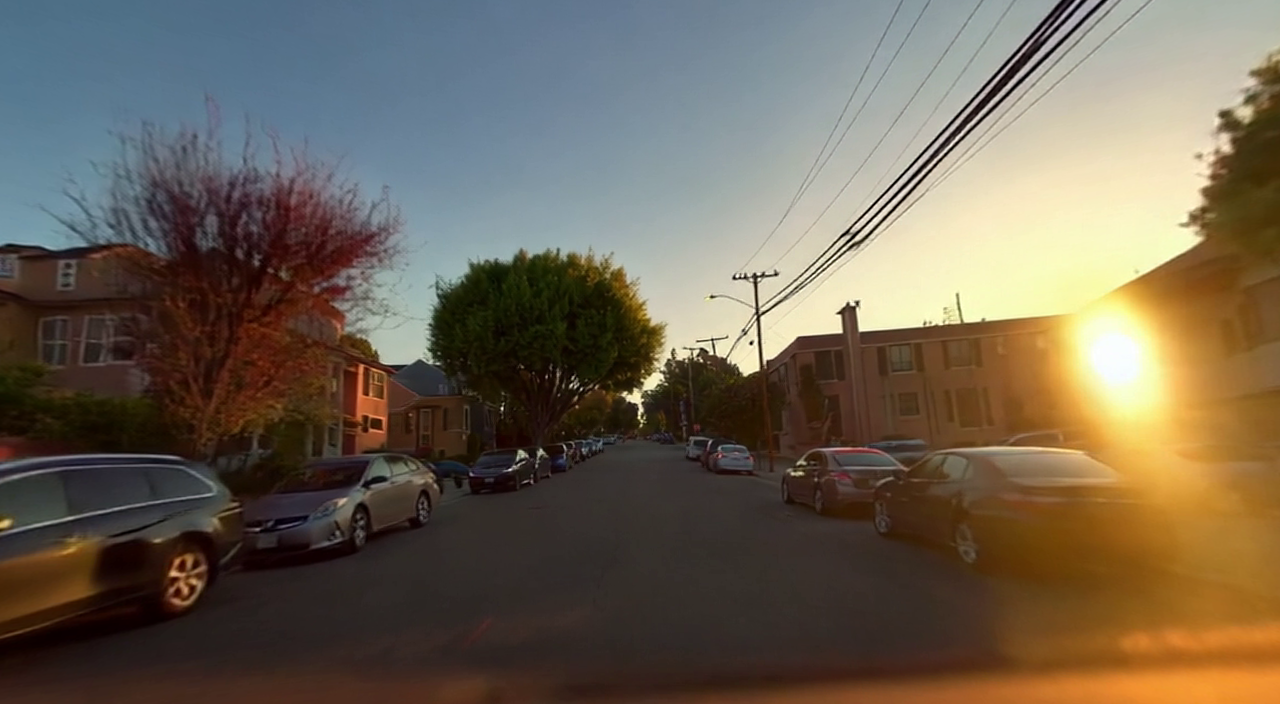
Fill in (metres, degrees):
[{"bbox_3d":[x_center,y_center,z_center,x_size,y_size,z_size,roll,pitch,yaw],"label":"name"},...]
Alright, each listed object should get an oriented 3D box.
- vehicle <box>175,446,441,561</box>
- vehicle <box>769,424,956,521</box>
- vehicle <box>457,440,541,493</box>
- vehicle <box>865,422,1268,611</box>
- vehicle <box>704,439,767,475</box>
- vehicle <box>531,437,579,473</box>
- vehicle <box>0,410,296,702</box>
[{"bbox_3d":[-5.211,2.390,10.855,2.109,1.501,4.522,0,-8,0],"label":"vehicle"},{"bbox_3d":[4.189,2.512,12.948,2.057,1.511,4.858,-2,-12,1],"label":"vehicle"},{"bbox_3d":[-5.013,4.097,23.138,2.032,1.716,4.382,0,-8,0],"label":"vehicle"},{"bbox_3d":[4.420,1.710,7.584,1.864,1.592,4.221,0,-8,0],"label":"vehicle"},{"bbox_3d":[4.368,4.873,29.664,2.174,1.504,4.809,0,-8,0],"label":"vehicle"},{"bbox_3d":[-5.168,6.298,39.066,2.184,1.958,5.757,-2,-8,0],"label":"vehicle"},{"bbox_3d":[-5.110,1.373,4.699,2.360,1.772,4.907,0,-8,0],"label":"vehicle"}]
